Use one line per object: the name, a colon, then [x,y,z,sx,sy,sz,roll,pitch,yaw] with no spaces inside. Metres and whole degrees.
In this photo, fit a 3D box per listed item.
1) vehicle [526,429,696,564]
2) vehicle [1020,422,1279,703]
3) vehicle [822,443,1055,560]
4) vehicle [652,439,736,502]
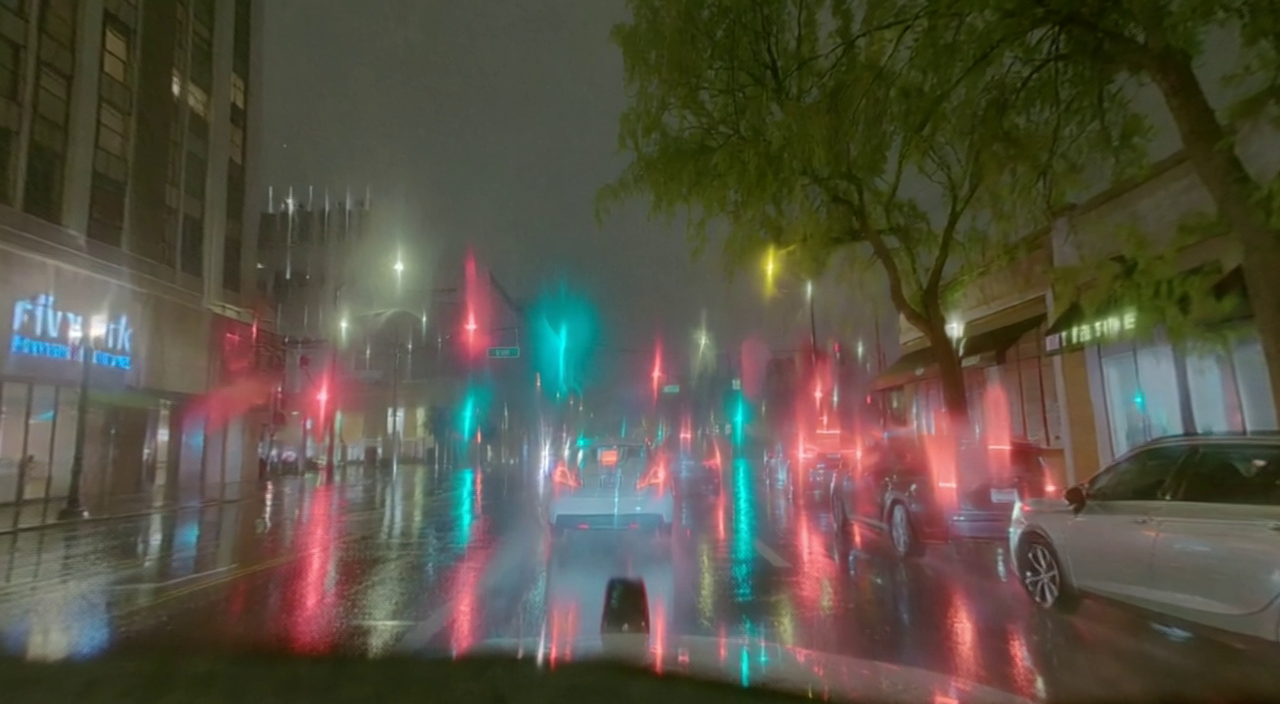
vehicle: [-0.401,1.886,8.950,1.888,1.489,3.703,0,-8,-3]
vehicle: [3.180,0.829,1.103,2.006,1.496,4.767,0,-9,-1]
vehicle: [4.593,2.300,10.643,1.912,1.505,4.618,-1,-8,4]
vehicle: [1.469,3.142,17.149,2.006,1.495,3.952,-1,-8,5]
